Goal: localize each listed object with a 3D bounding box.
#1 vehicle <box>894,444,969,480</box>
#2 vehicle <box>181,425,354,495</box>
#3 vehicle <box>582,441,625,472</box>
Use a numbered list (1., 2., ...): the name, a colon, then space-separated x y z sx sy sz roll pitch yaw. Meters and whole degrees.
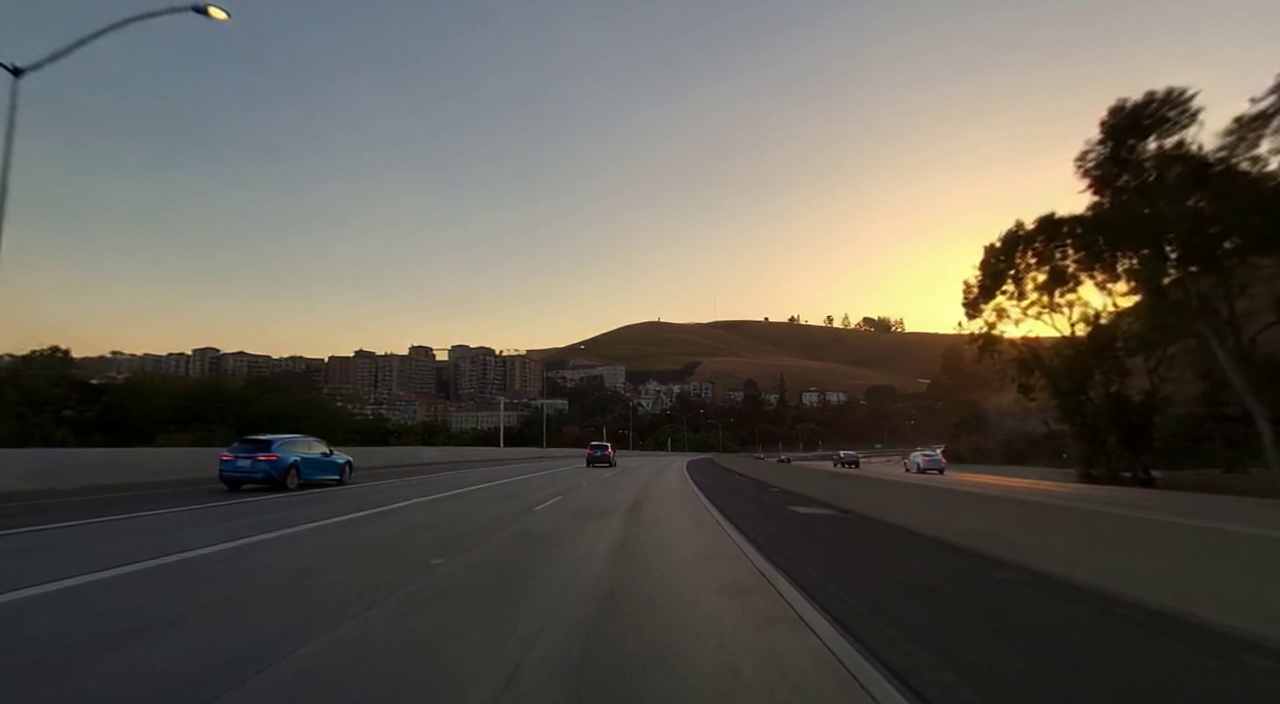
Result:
1. vehicle: 13.804 5.190 30.173 1.786 1.559 4.496 -1 -8 5
2. vehicle: -10.464 3.068 18.262 2.039 1.746 4.528 -1 -8 3
3. vehicle: -2.115 6.238 37.884 2.028 1.782 4.150 -1 -8 4
